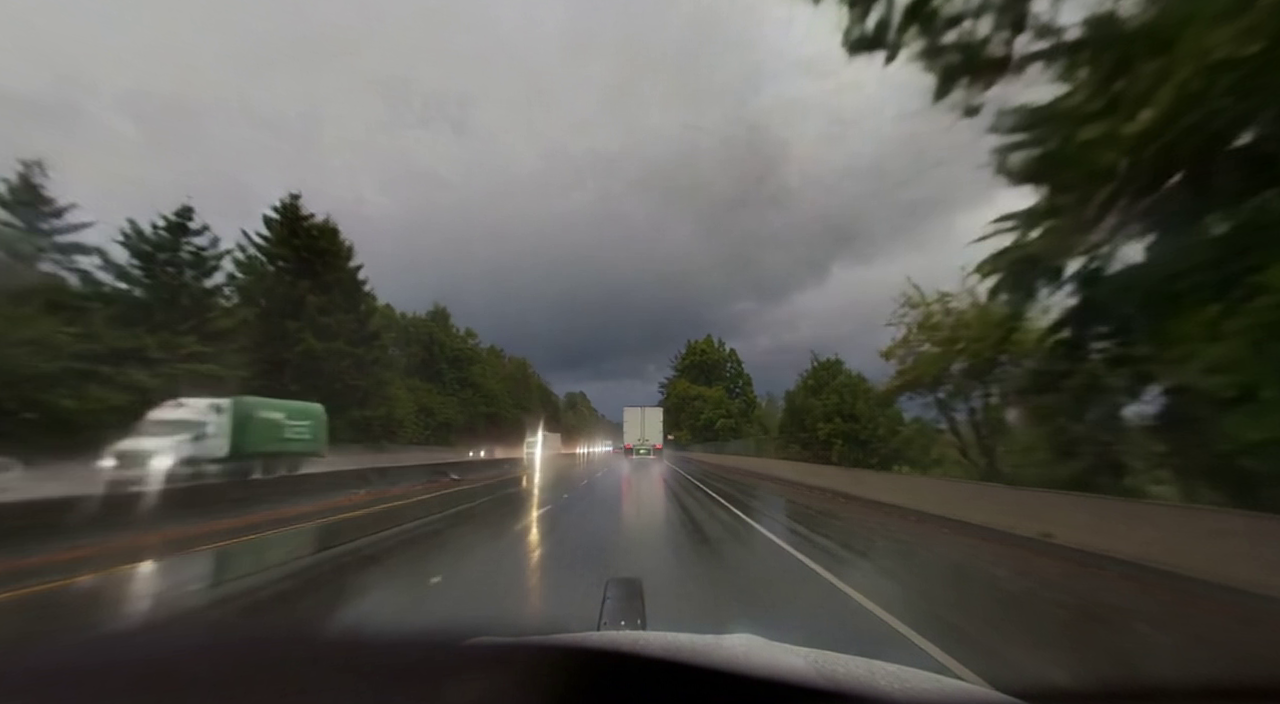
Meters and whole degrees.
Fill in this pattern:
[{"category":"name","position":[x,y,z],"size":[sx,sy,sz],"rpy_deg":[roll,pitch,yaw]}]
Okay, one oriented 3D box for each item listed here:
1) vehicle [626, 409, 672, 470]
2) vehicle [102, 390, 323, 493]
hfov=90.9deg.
[{"category":"vehicle","position":[0.495,6.516,46.466],"size":[3.024,3.965,10.399],"rpy_deg":[0,-9,-1]},{"category":"vehicle","position":[-16.708,3.698,25.767],"size":[2.889,3.506,8.390],"rpy_deg":[0,-9,1]}]
